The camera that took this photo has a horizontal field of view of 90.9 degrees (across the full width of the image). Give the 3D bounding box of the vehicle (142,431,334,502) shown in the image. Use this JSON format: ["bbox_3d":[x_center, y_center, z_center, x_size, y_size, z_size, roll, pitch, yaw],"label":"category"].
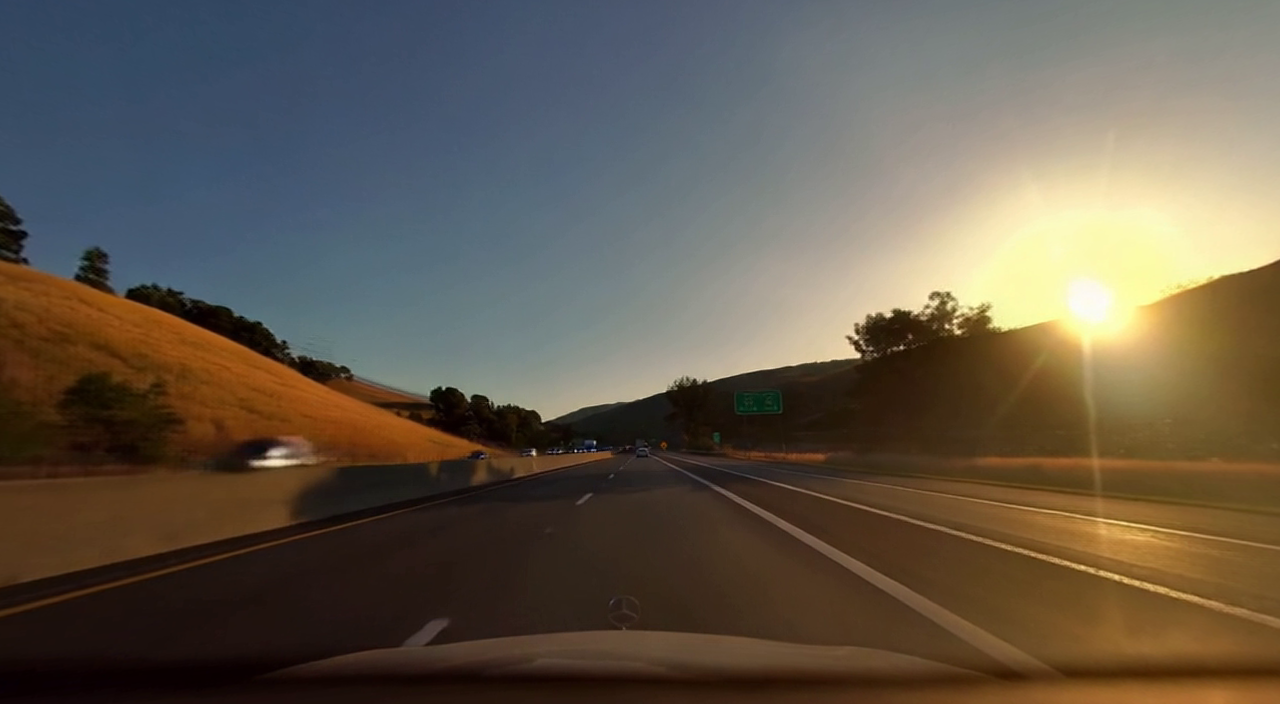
[{"bbox_3d":[-12.122,3.500,19.680,2.197,1.891,5.624,0,-9,1],"label":"vehicle"}]
